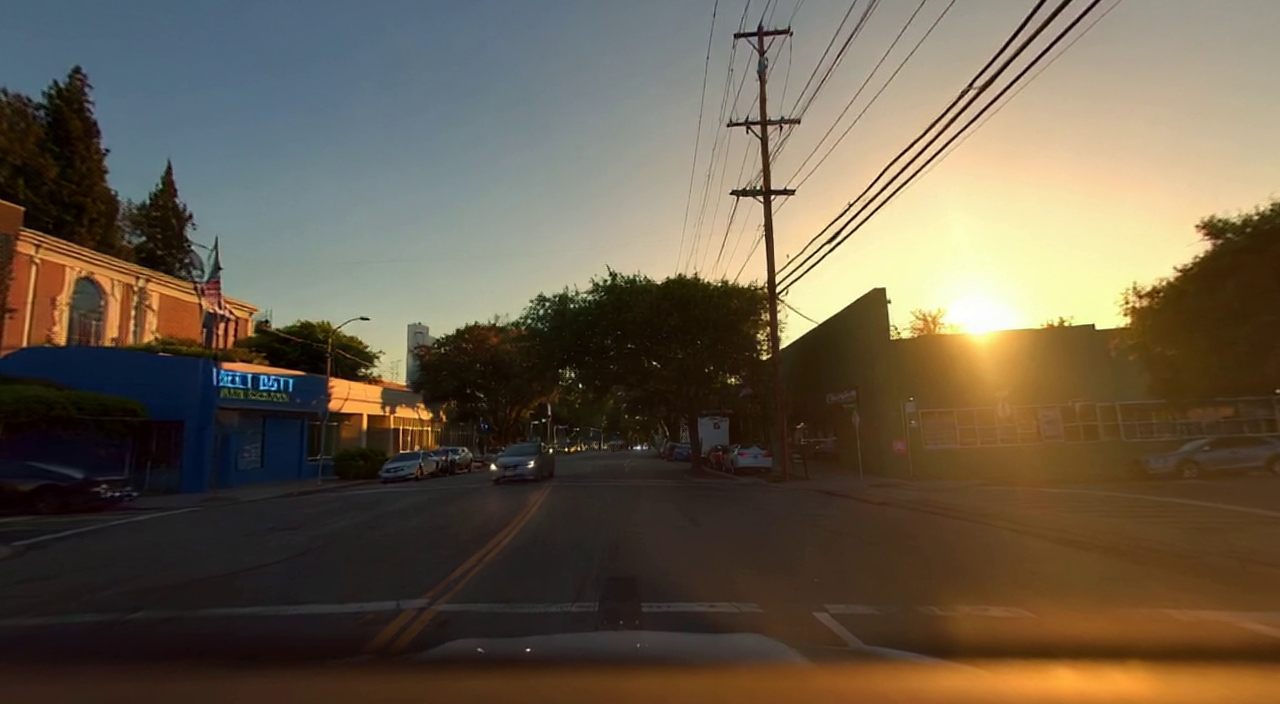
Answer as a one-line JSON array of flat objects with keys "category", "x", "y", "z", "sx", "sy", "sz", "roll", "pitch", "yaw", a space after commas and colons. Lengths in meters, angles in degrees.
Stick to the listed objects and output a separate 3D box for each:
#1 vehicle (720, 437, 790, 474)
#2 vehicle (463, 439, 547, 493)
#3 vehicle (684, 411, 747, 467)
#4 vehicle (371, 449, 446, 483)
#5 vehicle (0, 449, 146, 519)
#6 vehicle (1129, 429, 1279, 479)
[{"category": "vehicle", "x": 5.590, "y": 5.088, "z": 31.307, "sx": 1.963, "sy": 1.646, "sz": 4.204, "roll": 2, "pitch": -9, "yaw": -11}, {"category": "vehicle", "x": -4.160, "y": 3.545, "z": 20.098, "sx": 1.914, "sy": 1.506, "sz": 4.125, "roll": 0, "pitch": -8, "yaw": -3}, {"category": "vehicle", "x": 4.599, "y": 5.535, "z": 40.037, "sx": 2.815, "sy": 3.203, "sz": 7.558, "roll": 0, "pitch": -8, "yaw": -2}, {"category": "vehicle", "x": -10.958, "y": 5.383, "z": 30.244, "sx": 1.978, "sy": 1.452, "sz": 4.263, "roll": 0, "pitch": -8, "yaw": 0}, {"category": "vehicle", "x": -15.066, "y": 3.080, "z": 14.972, "sx": 4.729, "sy": 1.518, "sz": 2.107, "roll": 3, "pitch": -9, "yaw": -17}, {"category": "vehicle", "x": 18.619, "y": 3.230, "z": 20.115, "sx": 4.368, "sy": 1.479, "sz": 1.985, "roll": 0, "pitch": -8, "yaw": 1}]
